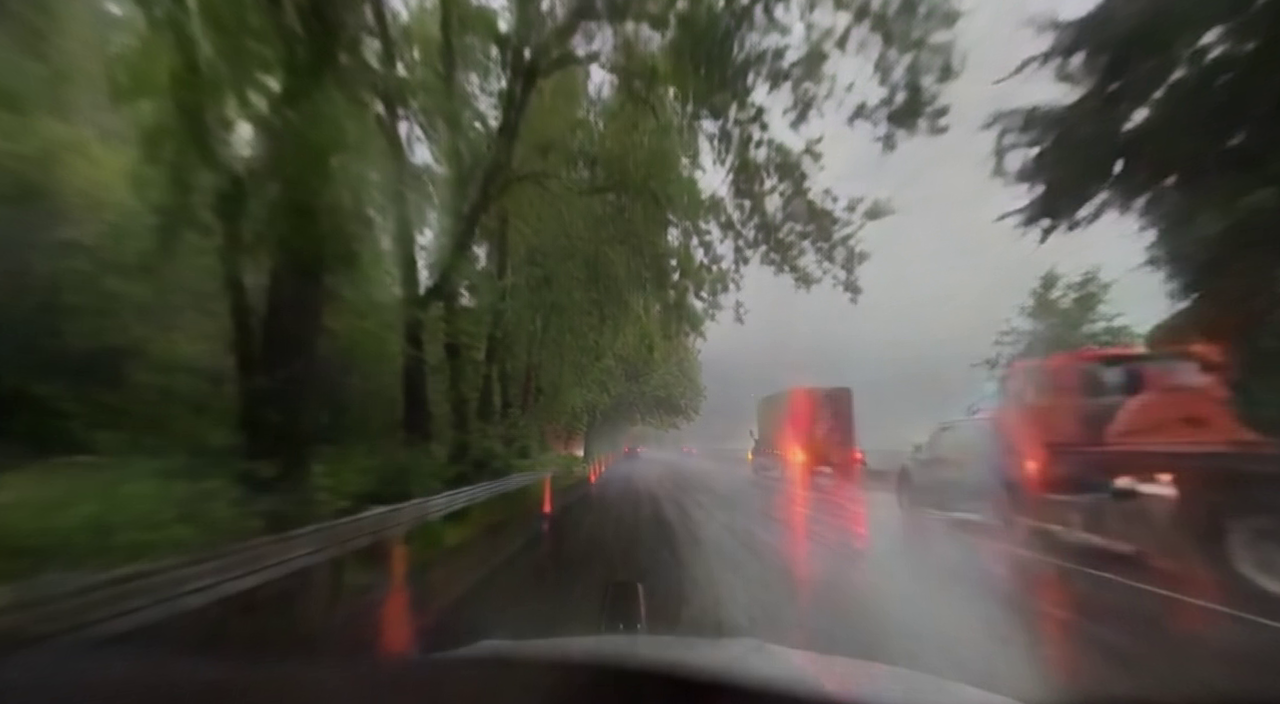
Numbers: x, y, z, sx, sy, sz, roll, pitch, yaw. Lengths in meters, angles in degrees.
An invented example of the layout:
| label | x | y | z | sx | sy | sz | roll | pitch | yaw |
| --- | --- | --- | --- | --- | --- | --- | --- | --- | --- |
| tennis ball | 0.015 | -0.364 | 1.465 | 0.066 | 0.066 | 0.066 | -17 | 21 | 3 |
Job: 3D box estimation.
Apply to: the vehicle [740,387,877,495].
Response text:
| label | x | y | z | sx | sy | sz | roll | pitch | yaw |
| --- | --- | --- | --- | --- | --- | --- | --- | --- | --- |
| vehicle | 6.235 | 3.607 | 25.738 | 2.664 | 3.418 | 11.107 | 0 | -8 | 1 |

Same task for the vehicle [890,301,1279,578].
| label | x | y | z | sx | sy | sz | roll | pitch | yaw |
| --- | --- | --- | --- | --- | --- | --- | --- | --- | --- |
| vehicle | 6.451 | 1.255 | 9.102 | 2.390 | 2.899 | 4.603 | 5 | -10 | -34 |
